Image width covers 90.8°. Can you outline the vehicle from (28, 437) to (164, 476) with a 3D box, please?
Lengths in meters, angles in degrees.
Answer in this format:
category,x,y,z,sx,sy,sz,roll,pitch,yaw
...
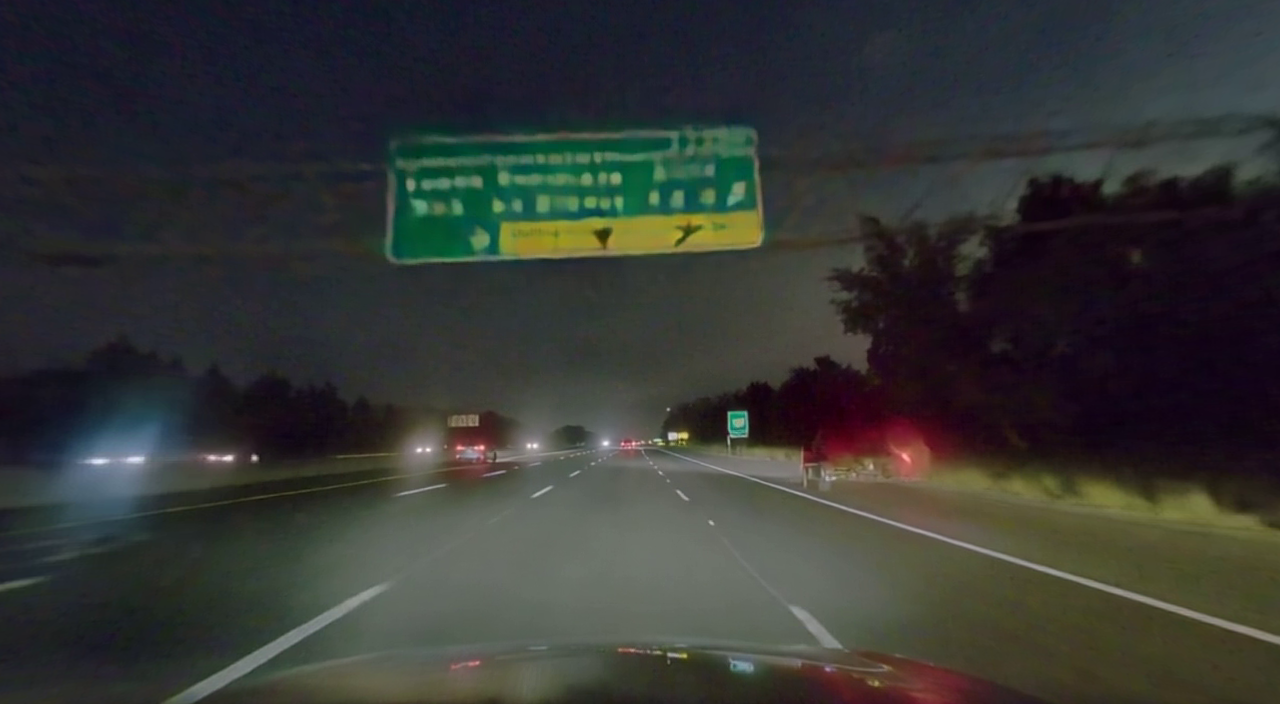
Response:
category,x,y,z,sx,sy,sz,roll,pitch,yaw
vehicle,-22.672,4.361,26.562,1.829,1.513,4.359,0,-8,0

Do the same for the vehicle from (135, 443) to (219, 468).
category,x,y,z,sx,sy,sz,roll,pitch,yaw
vehicle,-29.685,6.618,40.695,2.006,1.502,4.605,0,-8,-1

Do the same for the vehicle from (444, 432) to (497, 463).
category,x,y,z,sx,sy,sz,roll,pitch,yaw
vehicle,-11.592,6.581,43.579,2.270,1.936,5.190,0,-8,0
